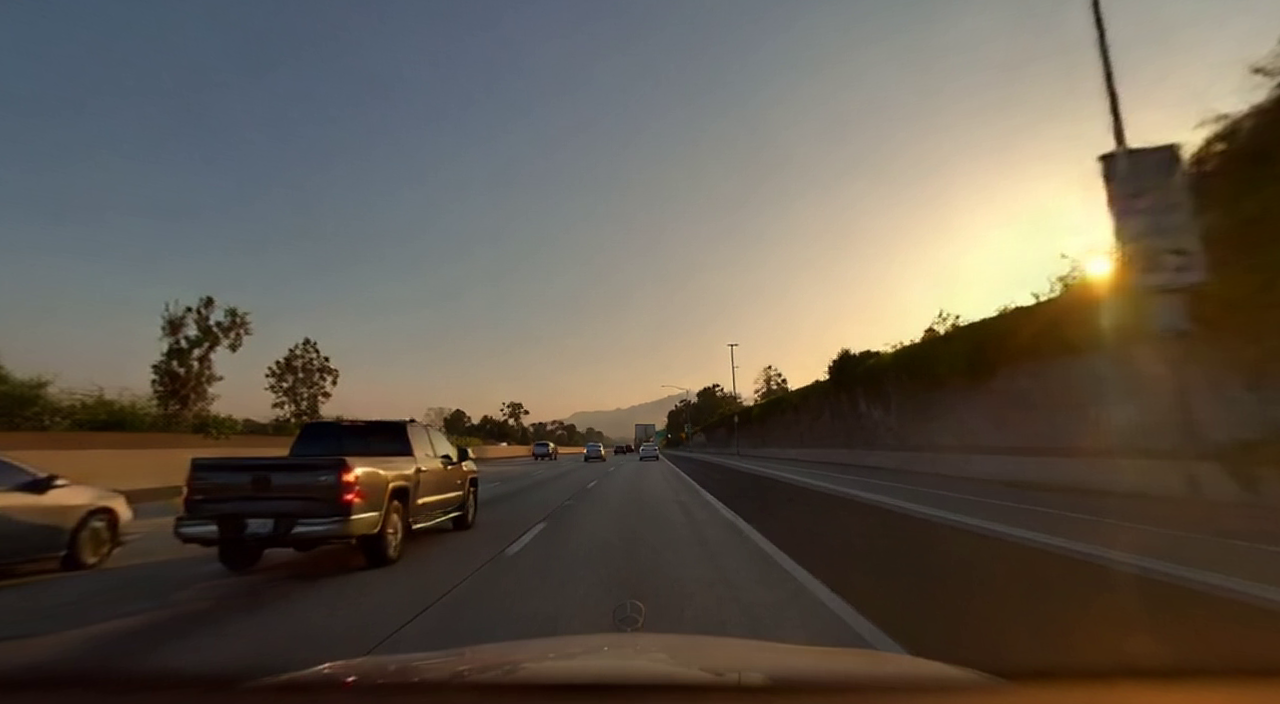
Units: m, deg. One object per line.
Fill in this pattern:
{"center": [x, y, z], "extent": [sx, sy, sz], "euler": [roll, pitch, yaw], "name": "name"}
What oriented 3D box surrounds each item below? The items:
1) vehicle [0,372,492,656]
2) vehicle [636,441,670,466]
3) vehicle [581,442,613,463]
{"center": [-3.195, 1.368, 6.493], "extent": [2.124, 1.787, 4.830], "euler": [-1, -8, 0], "name": "vehicle"}
{"center": [0.801, 6.475, 40.539], "extent": [2.073, 1.480, 4.343], "euler": [0, -8, 0], "name": "vehicle"}
{"center": [-3.151, 7.424, 46.952], "extent": [2.056, 1.480, 4.022], "euler": [-1, -8, 1], "name": "vehicle"}
